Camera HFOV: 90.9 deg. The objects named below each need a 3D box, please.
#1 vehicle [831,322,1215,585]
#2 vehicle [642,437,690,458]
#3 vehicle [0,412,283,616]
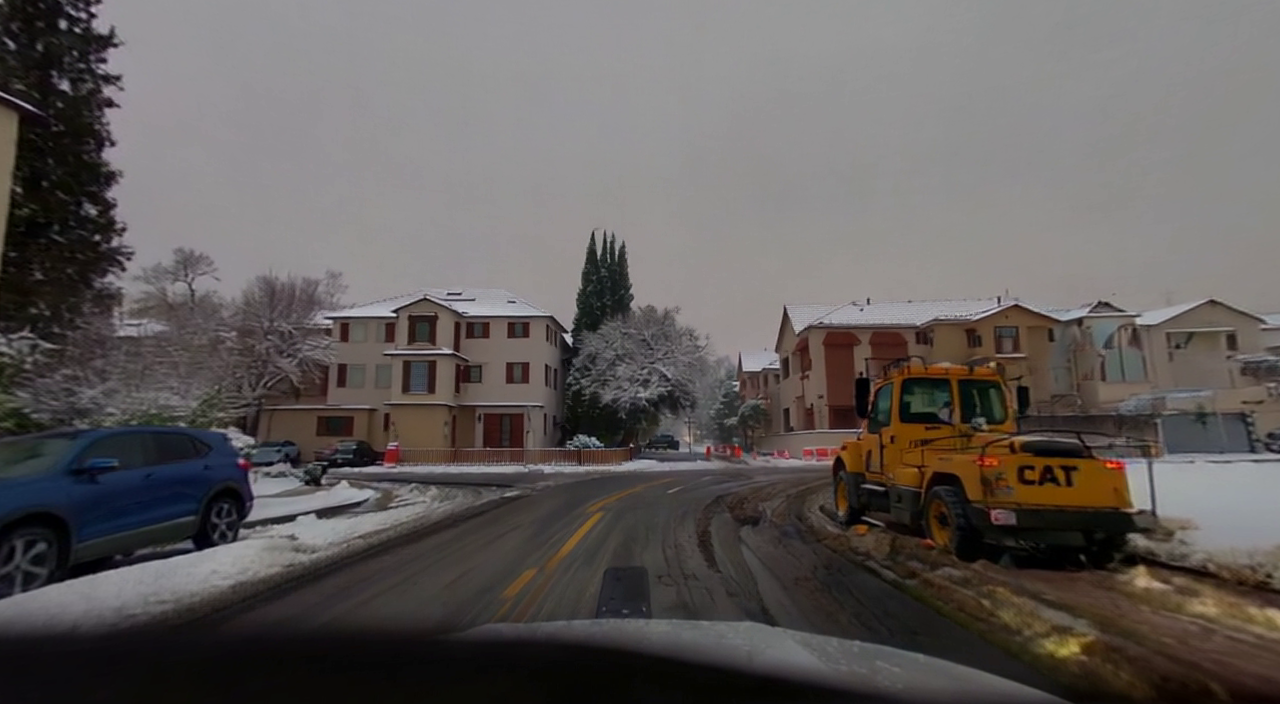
[{"bbox_3d":[4.383,1.249,8.132,2.501,2.613,3.505,1,-9,-3],"label":"vehicle"},{"bbox_3d":[1.962,7.441,49.251,3.629,1.578,1.802,0,-9,-1],"label":"vehicle"},{"bbox_3d":[-6.686,1.668,7.301,2.220,1.765,4.799,0,-8,1],"label":"vehicle"}]
